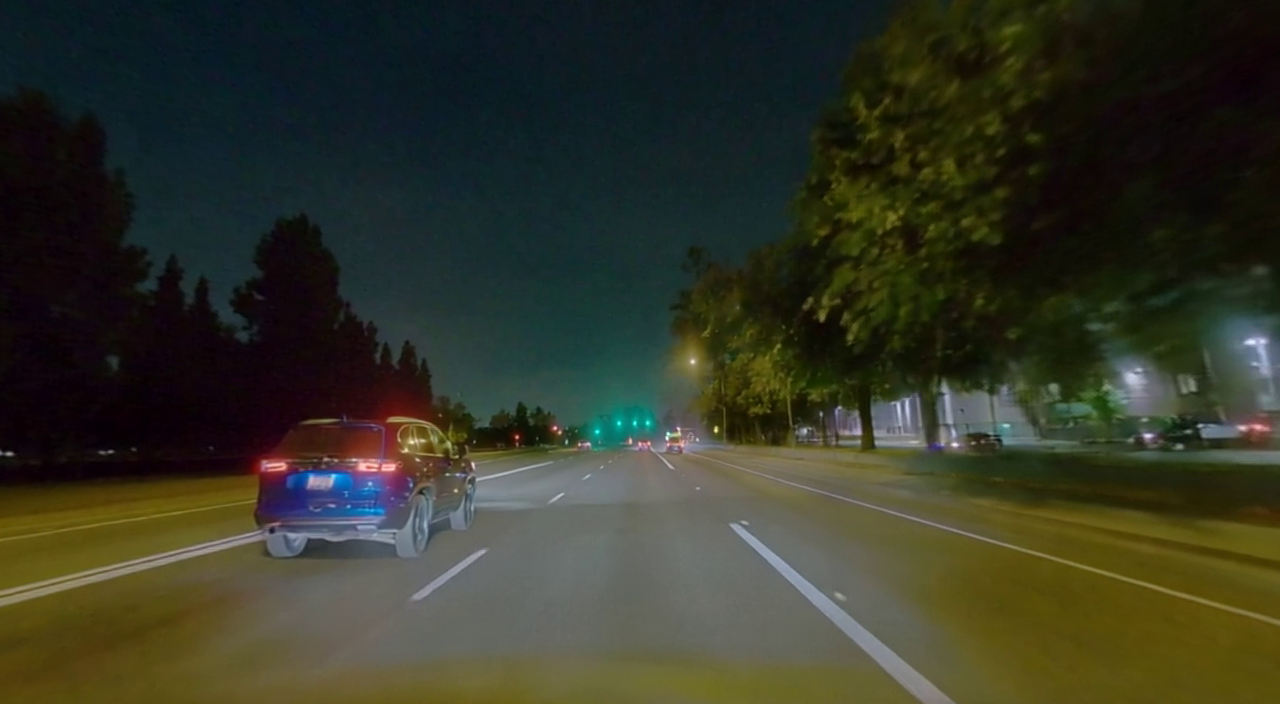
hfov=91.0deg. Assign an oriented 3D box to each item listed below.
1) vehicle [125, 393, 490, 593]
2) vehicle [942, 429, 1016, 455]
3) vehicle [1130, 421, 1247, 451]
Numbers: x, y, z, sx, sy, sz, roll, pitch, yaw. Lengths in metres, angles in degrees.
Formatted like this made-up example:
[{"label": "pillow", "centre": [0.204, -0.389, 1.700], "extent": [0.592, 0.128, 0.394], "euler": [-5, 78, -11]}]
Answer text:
[{"label": "vehicle", "centre": [-3.414, 1.546, 7.753], "extent": [2.033, 1.713, 4.503], "euler": [0, -8, 0]}, {"label": "vehicle", "centre": [23.258, 6.163, 43.260], "extent": [4.000, 1.458, 1.640], "euler": [-5, -6, 0]}, {"label": "vehicle", "centre": [39.042, 6.067, 45.040], "extent": [2.117, 2.004, 5.795], "euler": [2, -9, -22]}]
